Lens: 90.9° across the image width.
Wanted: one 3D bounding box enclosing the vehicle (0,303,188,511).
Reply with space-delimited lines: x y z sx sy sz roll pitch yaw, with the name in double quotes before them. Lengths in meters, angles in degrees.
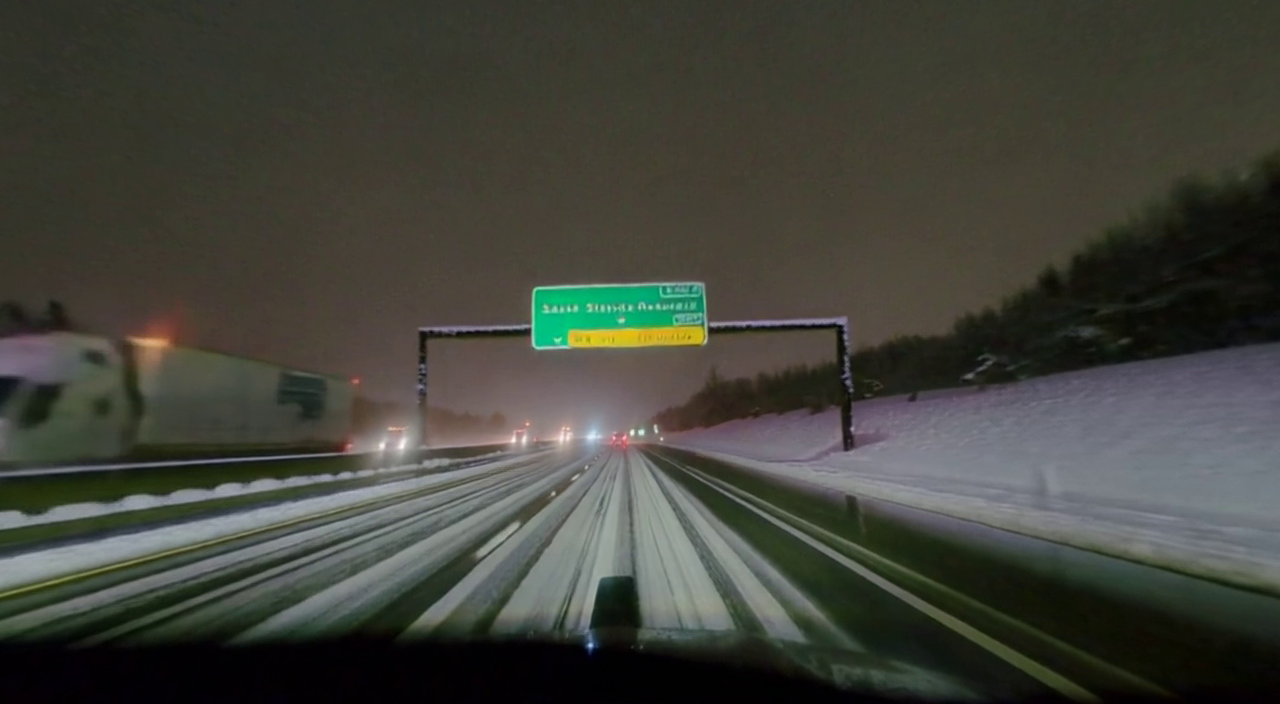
"vehicle" -13.428 1.264 13.524 2.967 3.842 5.829 0 -8 0
